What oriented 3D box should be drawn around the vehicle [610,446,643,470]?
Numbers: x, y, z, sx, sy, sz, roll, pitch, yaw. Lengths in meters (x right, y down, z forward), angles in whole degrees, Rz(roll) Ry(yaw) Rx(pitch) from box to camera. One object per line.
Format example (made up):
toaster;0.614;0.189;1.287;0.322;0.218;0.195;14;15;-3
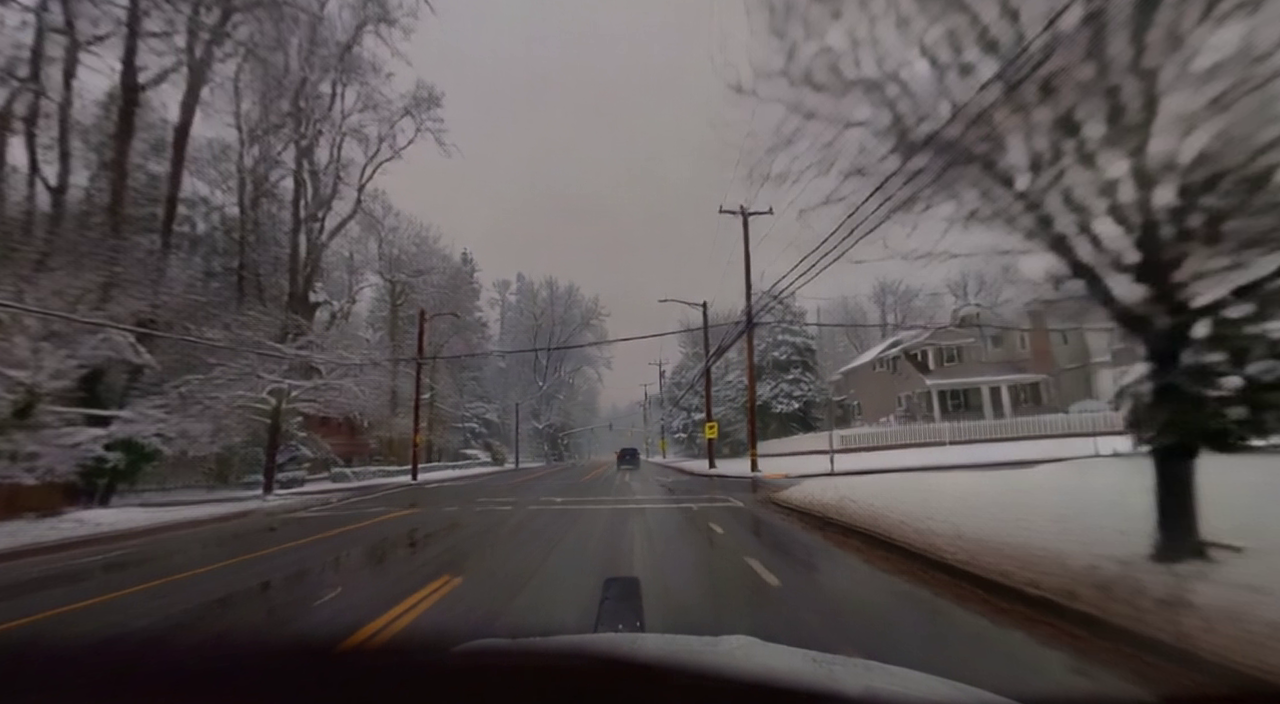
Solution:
vehicle;-0.929;7.159;42.874;2.104;1.500;3.815;0;-9;-2
